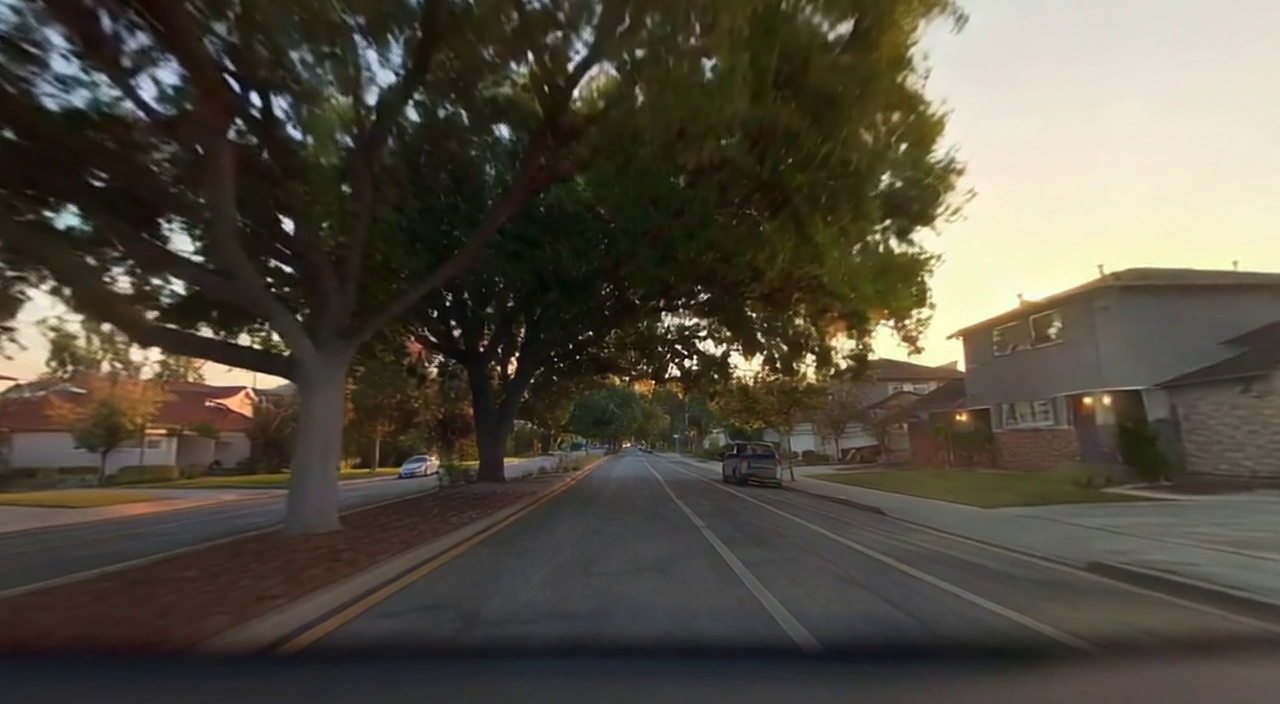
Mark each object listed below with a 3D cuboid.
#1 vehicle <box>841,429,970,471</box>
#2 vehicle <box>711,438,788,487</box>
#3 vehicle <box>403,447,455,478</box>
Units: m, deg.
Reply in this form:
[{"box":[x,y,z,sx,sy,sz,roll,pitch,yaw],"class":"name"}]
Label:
[{"box":[11.806,4.374,28.341,4.860,1.772,2.007,0,-8,-3],"class":"vehicle"},{"box":[4.047,4.161,24.212,2.045,1.677,4.509,0,-8,-1],"class":"vehicle"},{"box":[-13.537,7.067,40.815,1.970,1.677,4.270,-1,-7,0],"class":"vehicle"}]
